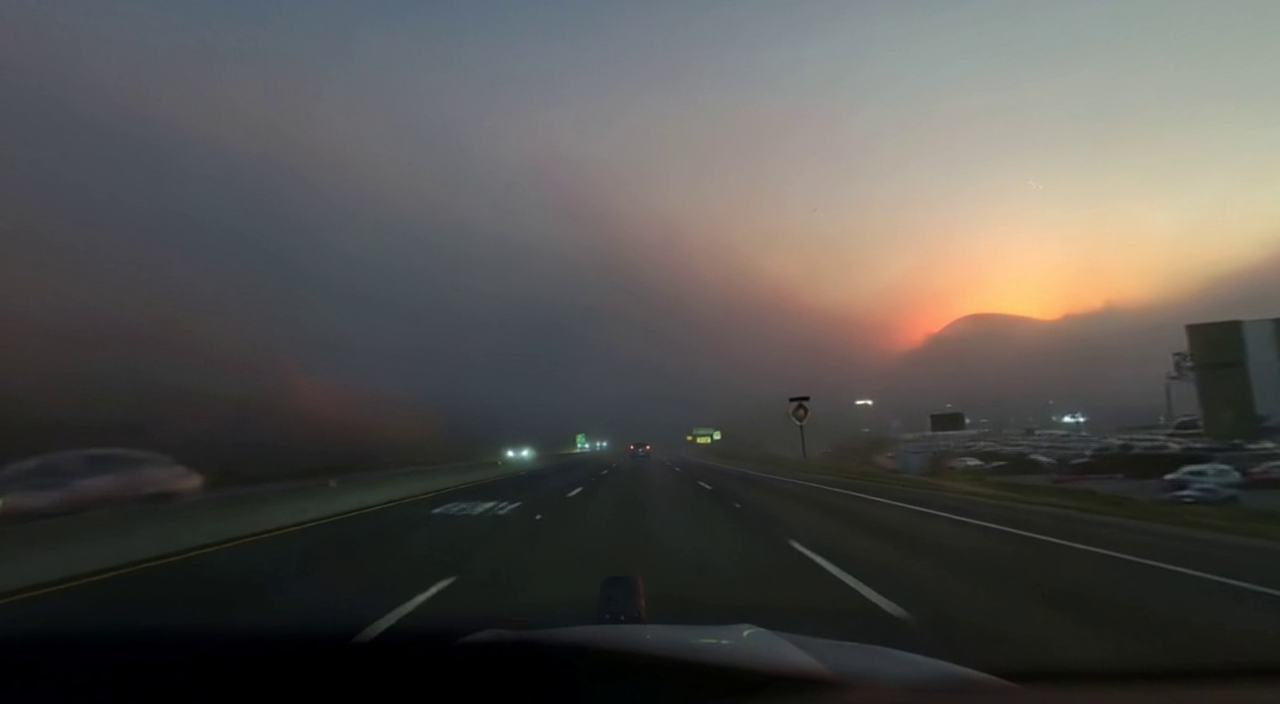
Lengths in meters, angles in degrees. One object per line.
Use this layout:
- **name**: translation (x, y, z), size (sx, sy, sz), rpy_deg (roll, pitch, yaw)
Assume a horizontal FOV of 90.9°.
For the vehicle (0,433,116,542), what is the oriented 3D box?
- **vehicle**: translation (-11.110, 2.066, 9.427), size (2.040, 1.711, 5.175), rpy_deg (0, -8, 1)
